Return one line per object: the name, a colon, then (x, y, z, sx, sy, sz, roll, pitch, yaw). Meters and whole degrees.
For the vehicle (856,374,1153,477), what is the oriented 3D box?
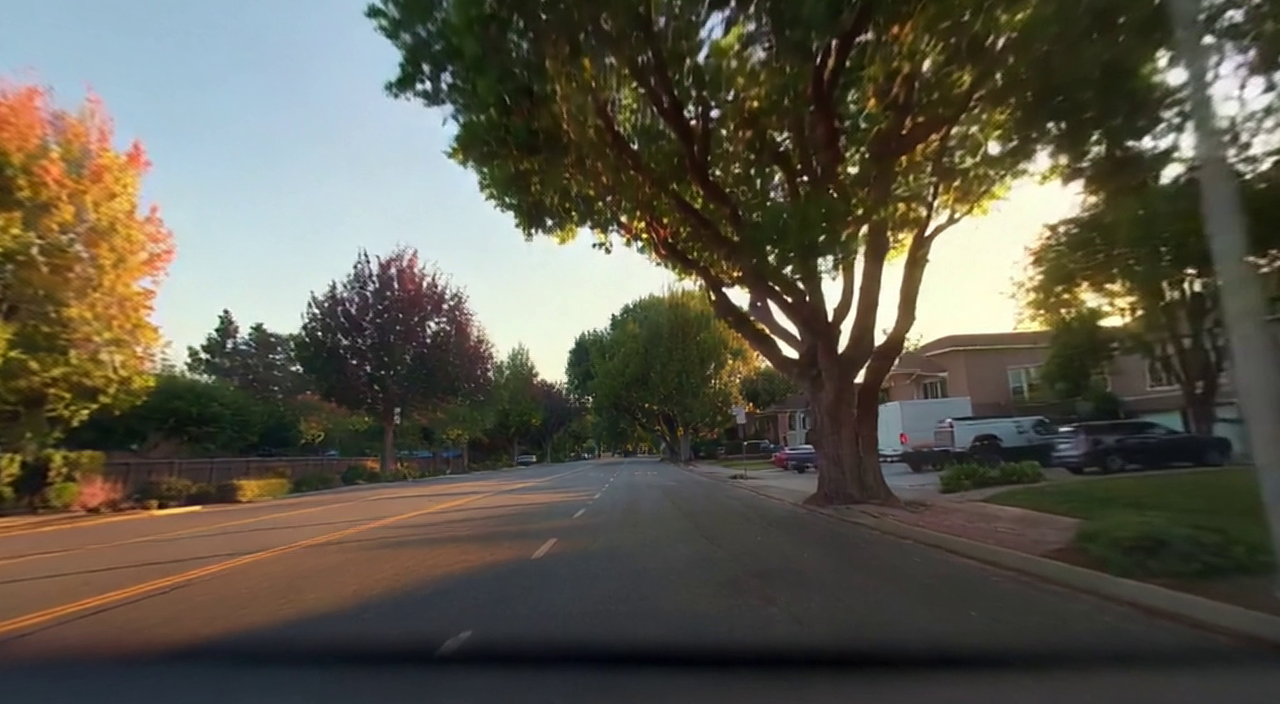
vehicle: (17.486, 3.634, 30.951, 12.151, 4.157, 3.709, -1, -15, -6)
